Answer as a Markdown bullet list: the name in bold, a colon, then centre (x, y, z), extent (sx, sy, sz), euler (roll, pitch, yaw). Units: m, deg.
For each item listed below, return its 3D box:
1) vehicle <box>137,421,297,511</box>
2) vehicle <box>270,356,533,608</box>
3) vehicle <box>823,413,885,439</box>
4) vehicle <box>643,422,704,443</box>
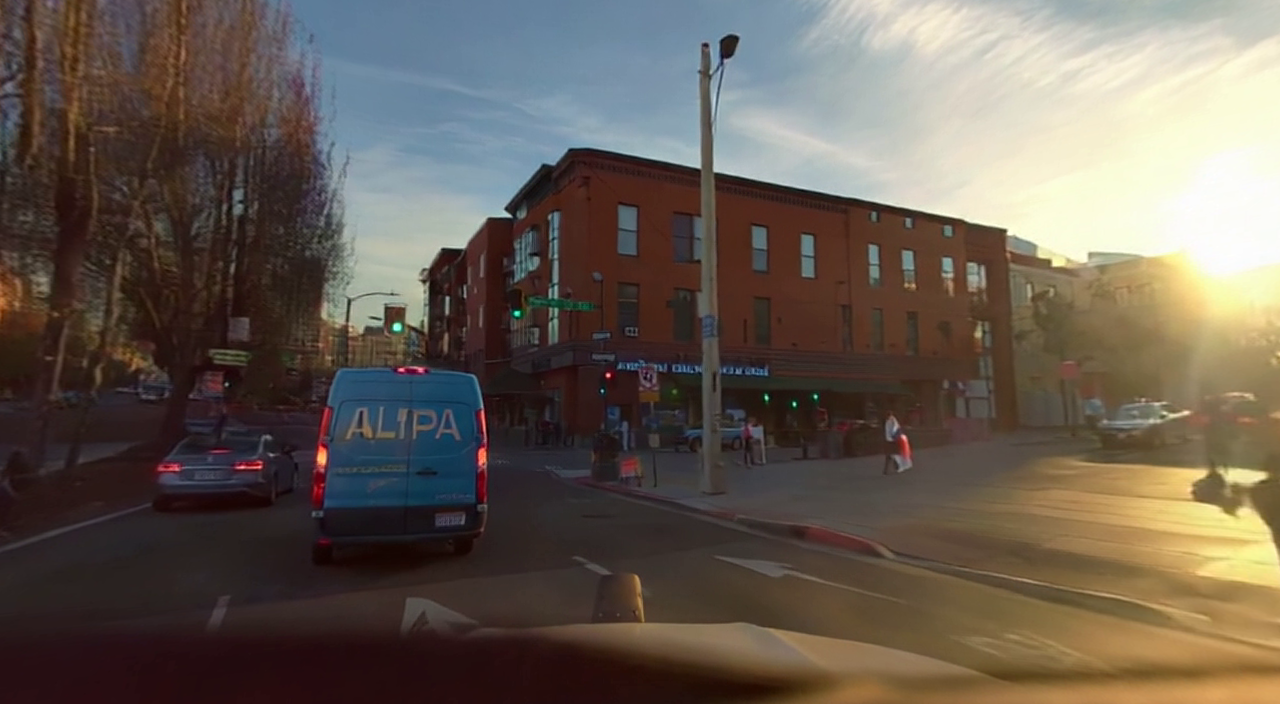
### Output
- **vehicle**: centre (-8.078, 2.150, 12.397), extent (1.841, 1.461, 3.426), euler (3, -8, -22)
- **vehicle**: centre (-2.660, 1.289, 7.179), extent (1.951, 1.907, 4.266), euler (3, -8, -21)
- **vehicle**: centre (14.800, 5.140, 43.547), extent (4.020, 1.572, 1.718), euler (6, -10, -27)
- **vehicle**: centre (2.330, 5.666, 44.351), extent (3.885, 1.449, 1.757), euler (3, -8, -23)
